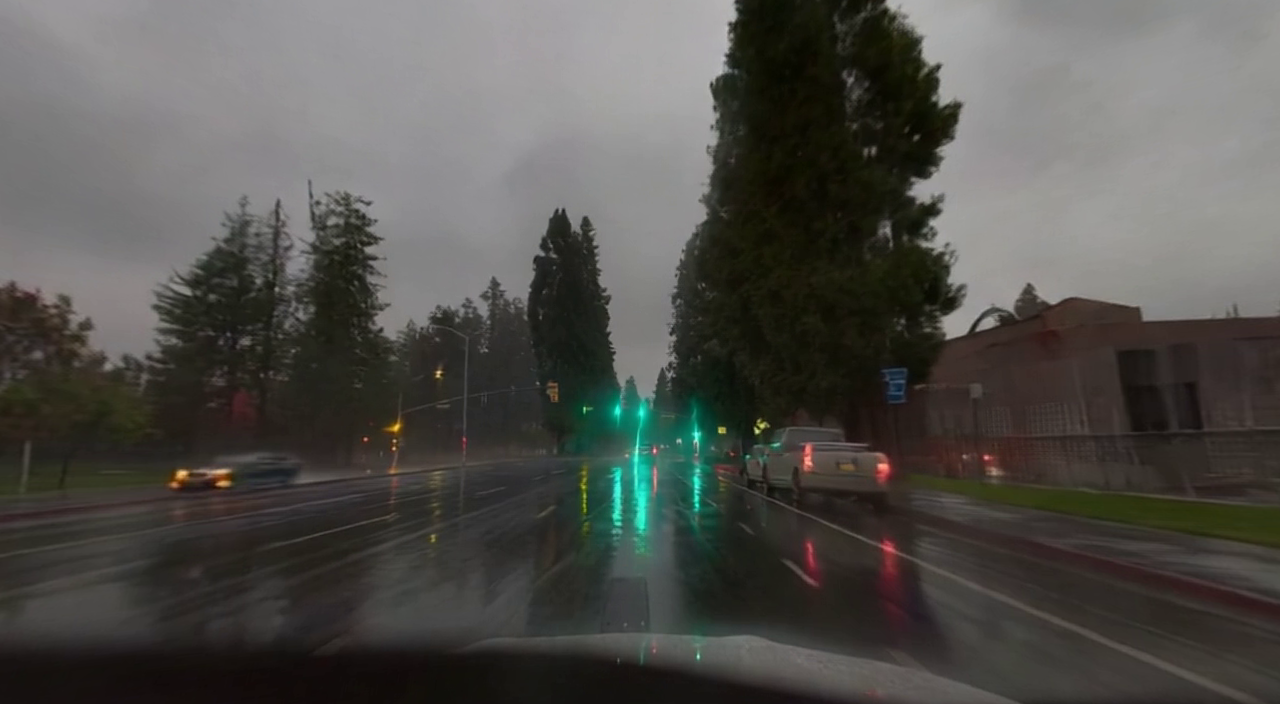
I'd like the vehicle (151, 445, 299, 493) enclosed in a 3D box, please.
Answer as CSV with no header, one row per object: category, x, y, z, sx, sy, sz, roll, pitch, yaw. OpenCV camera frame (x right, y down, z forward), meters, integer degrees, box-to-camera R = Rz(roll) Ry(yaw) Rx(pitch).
vehicle,-14.278,4.014,22.116,1.960,1.487,4.632,0,-8,1

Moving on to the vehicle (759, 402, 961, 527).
vehicle,4.321,2.371,13.908,2.162,2.080,6.515,0,-8,1

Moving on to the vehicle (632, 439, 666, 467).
vehicle,0.595,6.808,42.583,2.169,1.751,4.276,0,-8,1
